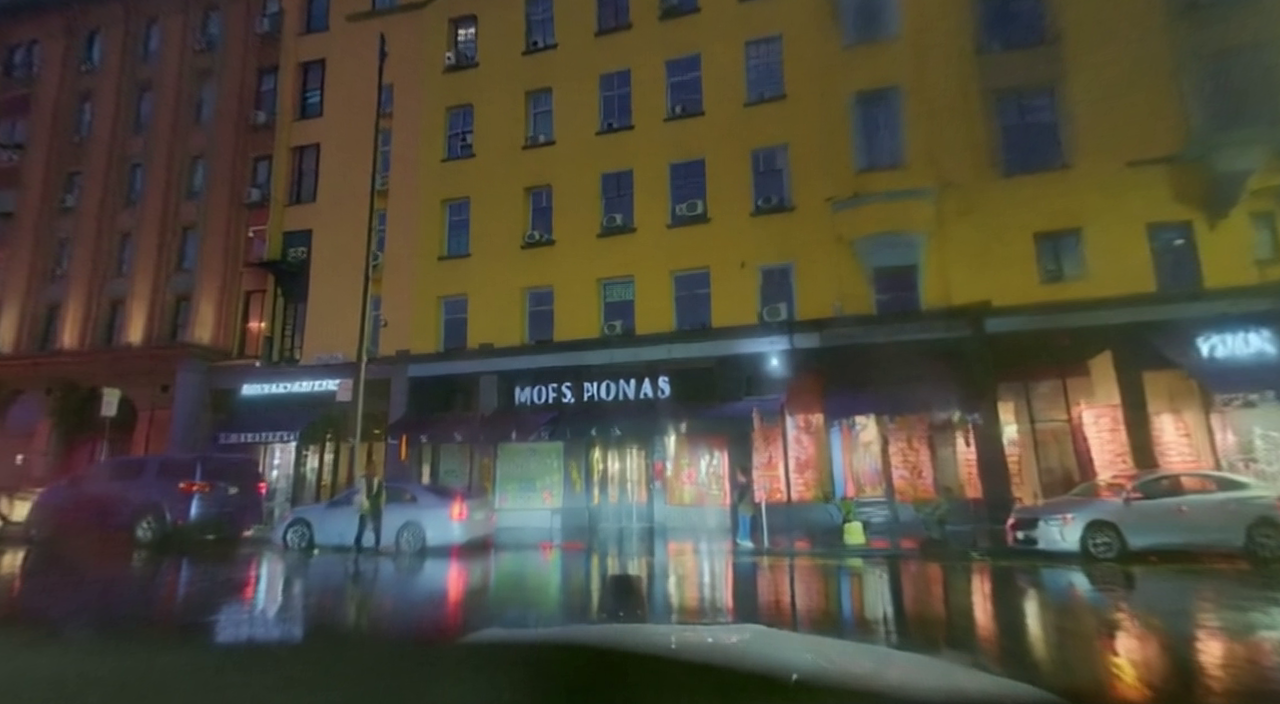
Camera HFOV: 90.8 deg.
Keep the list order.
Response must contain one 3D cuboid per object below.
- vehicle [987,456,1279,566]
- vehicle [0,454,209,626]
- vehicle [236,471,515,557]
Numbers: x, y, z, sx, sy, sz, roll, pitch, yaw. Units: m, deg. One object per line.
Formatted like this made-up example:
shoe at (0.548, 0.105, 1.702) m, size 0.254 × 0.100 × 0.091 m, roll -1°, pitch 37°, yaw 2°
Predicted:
vehicle at (8.963, 2.735, 11.229) m, size 4.410 × 1.687 × 1.834 m, roll -1°, pitch -8°, yaw 6°
vehicle at (-7.498, 1.885, 7.025) m, size 4.330 × 1.458 × 1.932 m, roll -2°, pitch -8°, yaw 13°
vehicle at (-5.140, 3.154, 12.627) m, size 4.830 × 1.421 × 1.826 m, roll -1°, pitch -8°, yaw 8°
